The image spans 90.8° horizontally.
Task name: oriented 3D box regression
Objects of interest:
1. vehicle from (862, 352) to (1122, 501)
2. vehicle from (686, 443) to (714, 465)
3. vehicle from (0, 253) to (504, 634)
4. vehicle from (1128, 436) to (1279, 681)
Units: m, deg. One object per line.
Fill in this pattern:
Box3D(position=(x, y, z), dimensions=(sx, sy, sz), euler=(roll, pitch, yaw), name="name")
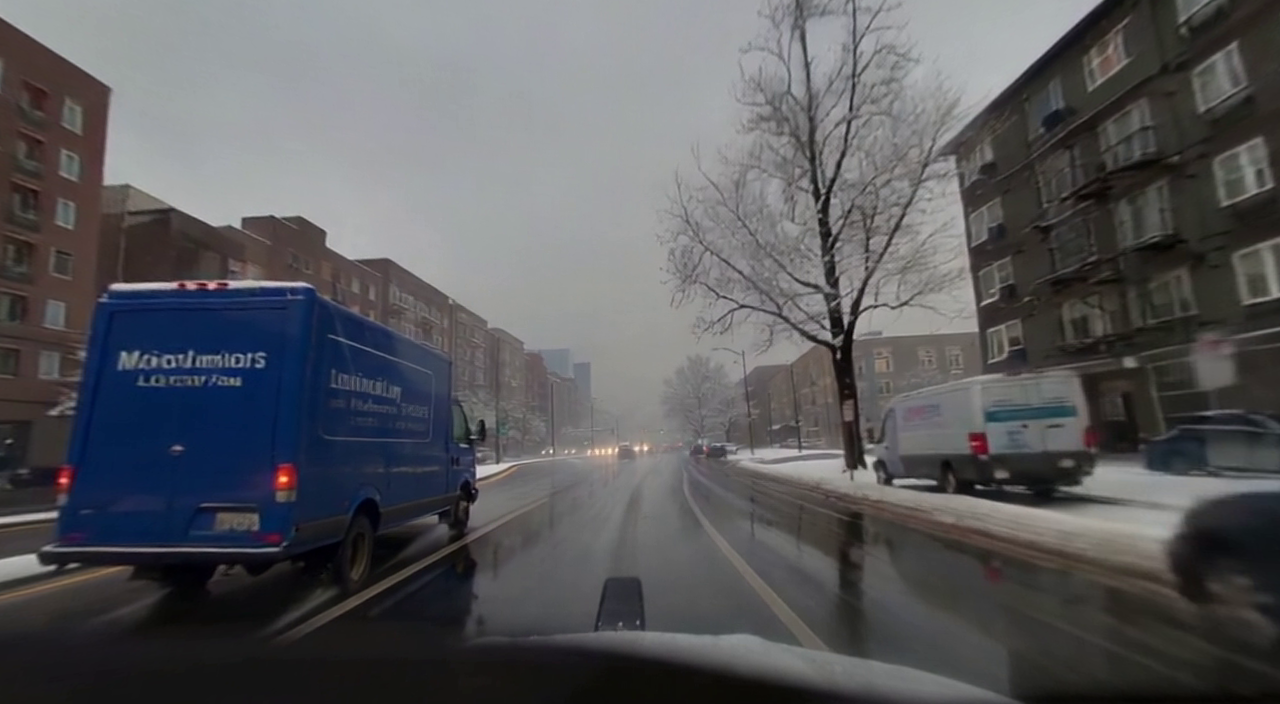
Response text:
Box3D(position=(8.962, 2.156, 17.570), dimensions=(2.882, 3.208, 7.609), euler=(-1, -8, 1), name="vehicle")
Box3D(position=(4.519, 7.737, 48.117), dimensions=(1.878, 1.534, 4.120), euler=(-1, -8, 1), name="vehicle")
Box3D(position=(-4.100, 1.208, 8.743), dimensions=(2.763, 2.974, 7.562), euler=(0, -8, 0), name="vehicle")
Box3D(position=(4.856, 1.011, 2.323), dimensions=(2.127, 1.439, 5.034), euler=(0, -8, 0), name="vehicle")
